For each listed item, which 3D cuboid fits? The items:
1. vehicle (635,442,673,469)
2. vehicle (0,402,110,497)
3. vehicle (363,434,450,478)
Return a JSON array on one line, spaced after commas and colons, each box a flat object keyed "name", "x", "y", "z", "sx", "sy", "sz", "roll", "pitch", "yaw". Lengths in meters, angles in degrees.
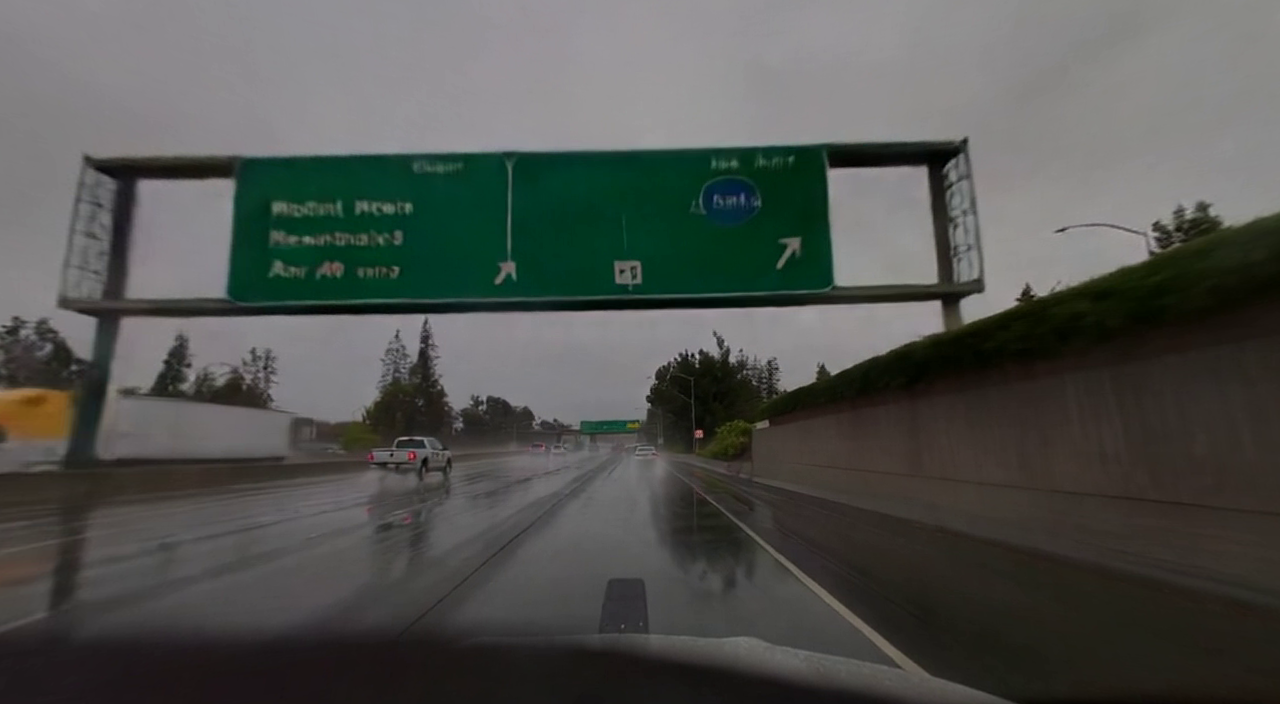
[{"name": "vehicle", "x": 0.812, "y": 6.117, "z": 37.454, "sx": 2.137, "sy": 1.461, "sz": 3.999, "roll": -1, "pitch": -8, "yaw": 1}, {"name": "vehicle", "x": -17.743, "y": 2.562, "z": 16.538, "sx": 2.447, "sy": 2.421, "sz": 6.020, "roll": 0, "pitch": -8, "yaw": -1}, {"name": "vehicle", "x": -10.567, "y": 4.725, "z": 29.037, "sx": 2.246, "sy": 1.812, "sz": 4.740, "roll": 0, "pitch": -8, "yaw": -1}]
